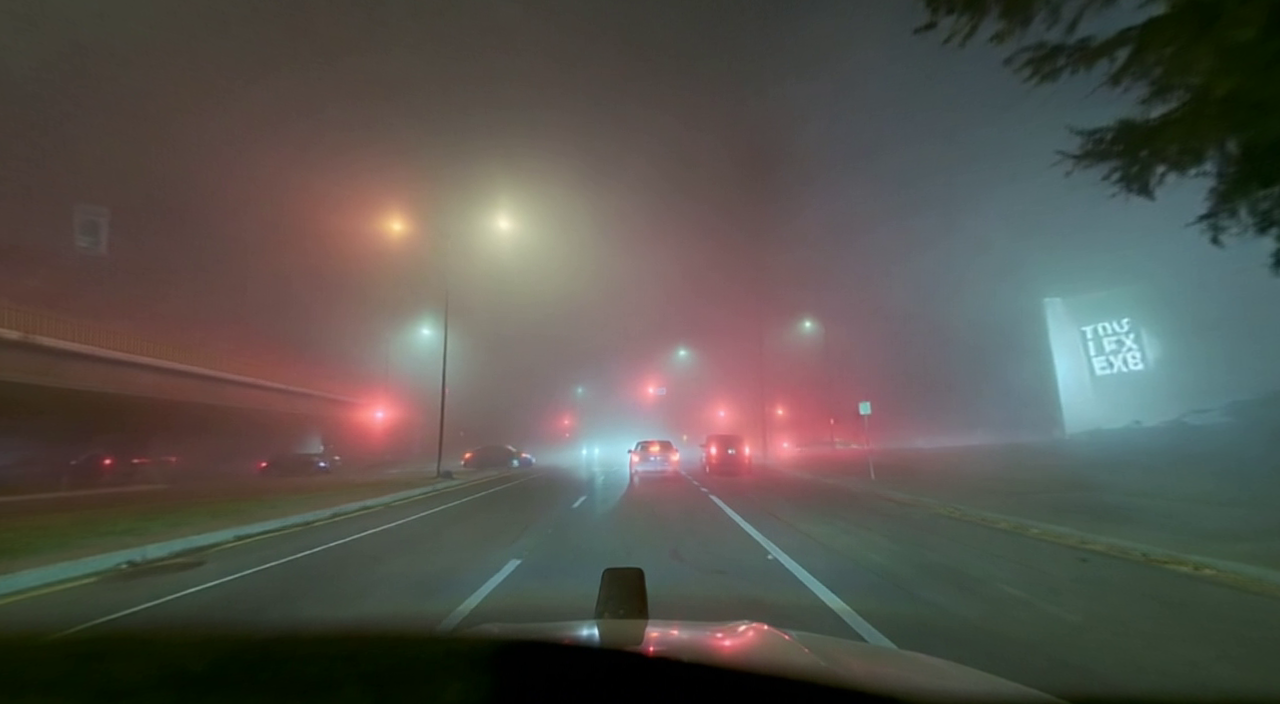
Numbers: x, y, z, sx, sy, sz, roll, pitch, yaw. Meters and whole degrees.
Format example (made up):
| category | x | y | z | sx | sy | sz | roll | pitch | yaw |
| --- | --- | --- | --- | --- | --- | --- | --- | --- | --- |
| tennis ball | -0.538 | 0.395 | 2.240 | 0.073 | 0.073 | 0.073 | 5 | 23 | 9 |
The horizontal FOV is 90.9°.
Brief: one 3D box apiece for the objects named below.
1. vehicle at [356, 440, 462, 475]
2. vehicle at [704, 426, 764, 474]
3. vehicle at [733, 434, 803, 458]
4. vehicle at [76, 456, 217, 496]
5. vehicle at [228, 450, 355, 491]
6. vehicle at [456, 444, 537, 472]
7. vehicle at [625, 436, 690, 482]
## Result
| category | x | y | z | sx | sy | sz | roll | pitch | yaw |
| --- | --- | --- | --- | --- | --- | --- | --- | --- | --- |
| vehicle | -13.725 | 6.282 | 37.845 | 2.322 | 1.916 | 5.640 | -6 | -10 | 32 |
| vehicle | 4.222 | 4.488 | 29.019 | 2.080 | 1.999 | 4.379 | 0 | -8 | 0 |
| vehicle | 9.532 | 7.014 | 47.163 | 4.698 | 1.736 | 1.945 | 2 | -9 | -14 |
| vehicle | -21.021 | 5.239 | 27.053 | 1.873 | 1.462 | 4.283 | -5 | -10 | 30 |
| vehicle | -15.413 | 5.207 | 28.146 | 1.832 | 1.611 | 4.546 | -6 | -10 | 32 |
| vehicle | -8.413 | 6.222 | 37.192 | 1.860 | 1.543 | 4.302 | -8 | -11 | 43 |
| vehicle | 0.573 | 3.788 | 22.653 | 2.101 | 1.467 | 4.210 | 0 | -8 | 0 |
